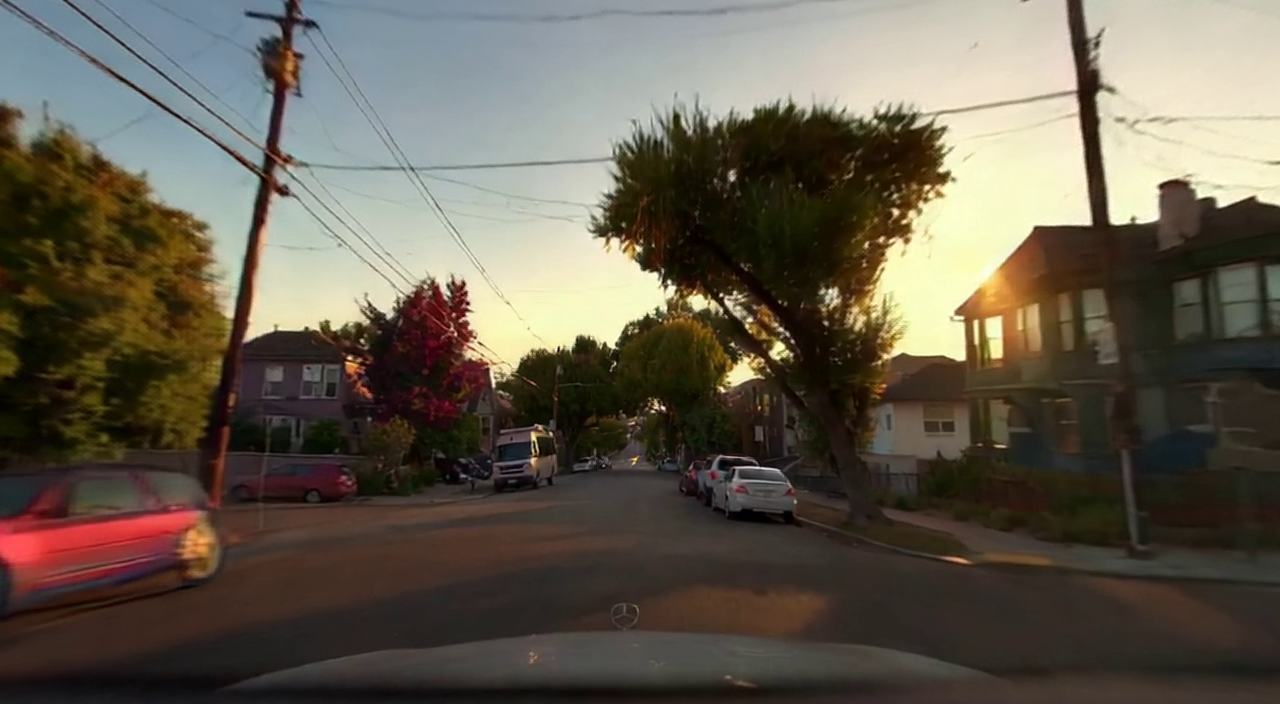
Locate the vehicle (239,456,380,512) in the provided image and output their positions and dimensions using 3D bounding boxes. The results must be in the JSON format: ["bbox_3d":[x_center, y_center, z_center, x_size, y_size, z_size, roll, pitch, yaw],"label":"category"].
[{"bbox_3d":[-13.133,5.342,25.341,4.341,1.728,2.161,0,-22,-5],"label":"vehicle"}]

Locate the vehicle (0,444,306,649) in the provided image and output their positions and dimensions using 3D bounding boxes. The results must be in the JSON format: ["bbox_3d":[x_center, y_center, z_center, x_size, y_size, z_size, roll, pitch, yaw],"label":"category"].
[{"bbox_3d":[-6.389,1.975,7.574,2.057,1.632,4.730,0,-7,1],"label":"vehicle"}]

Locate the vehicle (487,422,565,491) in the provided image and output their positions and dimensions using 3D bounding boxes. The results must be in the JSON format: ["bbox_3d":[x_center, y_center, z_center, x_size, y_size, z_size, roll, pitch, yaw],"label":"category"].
[{"bbox_3d":[-6.518,6.150,37.295,3.115,3.562,7.695,-1,-9,1],"label":"vehicle"}]

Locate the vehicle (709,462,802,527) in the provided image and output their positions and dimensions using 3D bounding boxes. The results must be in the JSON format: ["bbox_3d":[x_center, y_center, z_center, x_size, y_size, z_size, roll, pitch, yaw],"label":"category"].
[{"bbox_3d":[3.373,4.244,19.323,2.010,1.661,4.615,1,-9,0],"label":"vehicle"}]
